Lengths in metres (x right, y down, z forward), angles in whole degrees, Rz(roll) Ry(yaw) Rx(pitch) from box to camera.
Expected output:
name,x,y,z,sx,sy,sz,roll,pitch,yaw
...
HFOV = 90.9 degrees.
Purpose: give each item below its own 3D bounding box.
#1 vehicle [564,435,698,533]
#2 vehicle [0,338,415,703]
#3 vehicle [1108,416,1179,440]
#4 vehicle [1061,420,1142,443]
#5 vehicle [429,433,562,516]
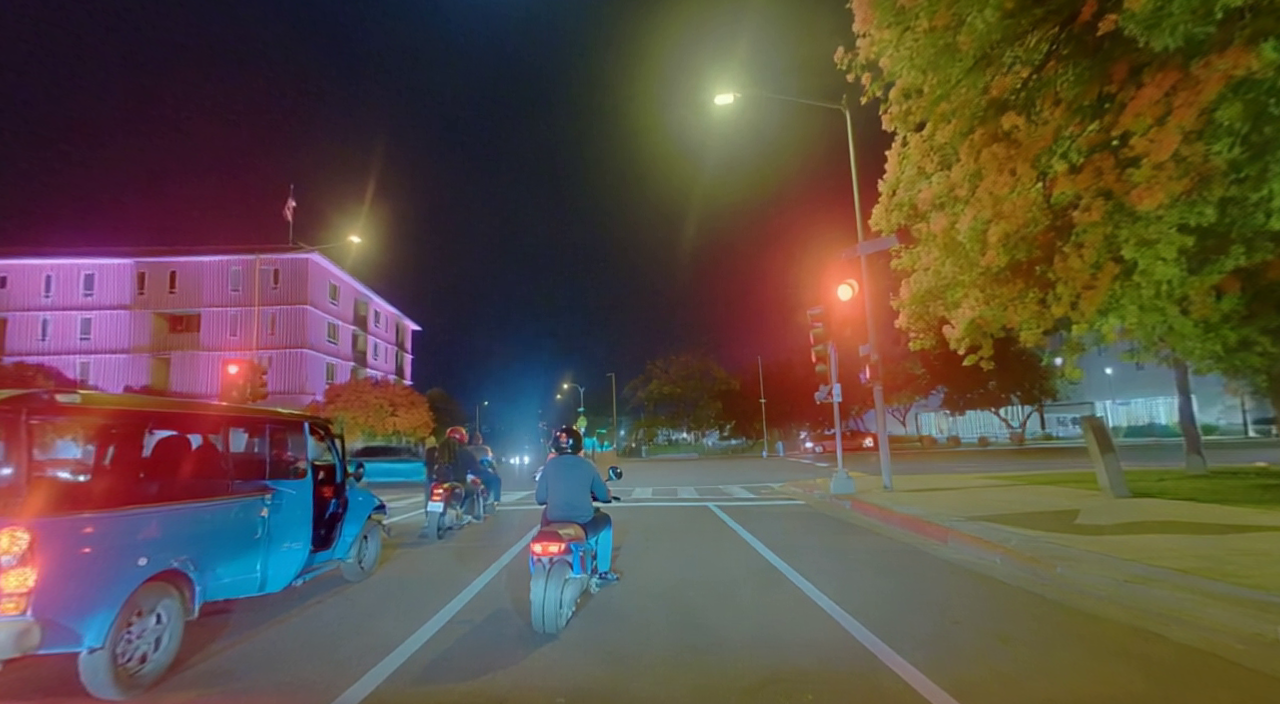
name,x,y,z,sx,sy,sz,roll,pitch,yaw
vehicle,-0.098,2.303,11.622,2.025,1.458,4.085,-1,-9,1
vehicle,-3.585,1.175,4.636,2.000,1.809,4.855,0,-9,1
vehicle,37.016,5.629,46.345,1.716,1.543,3.682,8,-12,-41
vehicle,30.817,5.339,42.125,1.751,1.420,4.027,8,-12,-43
vehicle,-3.102,2.715,14.452,1.935,1.615,4.073,-1,-9,2
